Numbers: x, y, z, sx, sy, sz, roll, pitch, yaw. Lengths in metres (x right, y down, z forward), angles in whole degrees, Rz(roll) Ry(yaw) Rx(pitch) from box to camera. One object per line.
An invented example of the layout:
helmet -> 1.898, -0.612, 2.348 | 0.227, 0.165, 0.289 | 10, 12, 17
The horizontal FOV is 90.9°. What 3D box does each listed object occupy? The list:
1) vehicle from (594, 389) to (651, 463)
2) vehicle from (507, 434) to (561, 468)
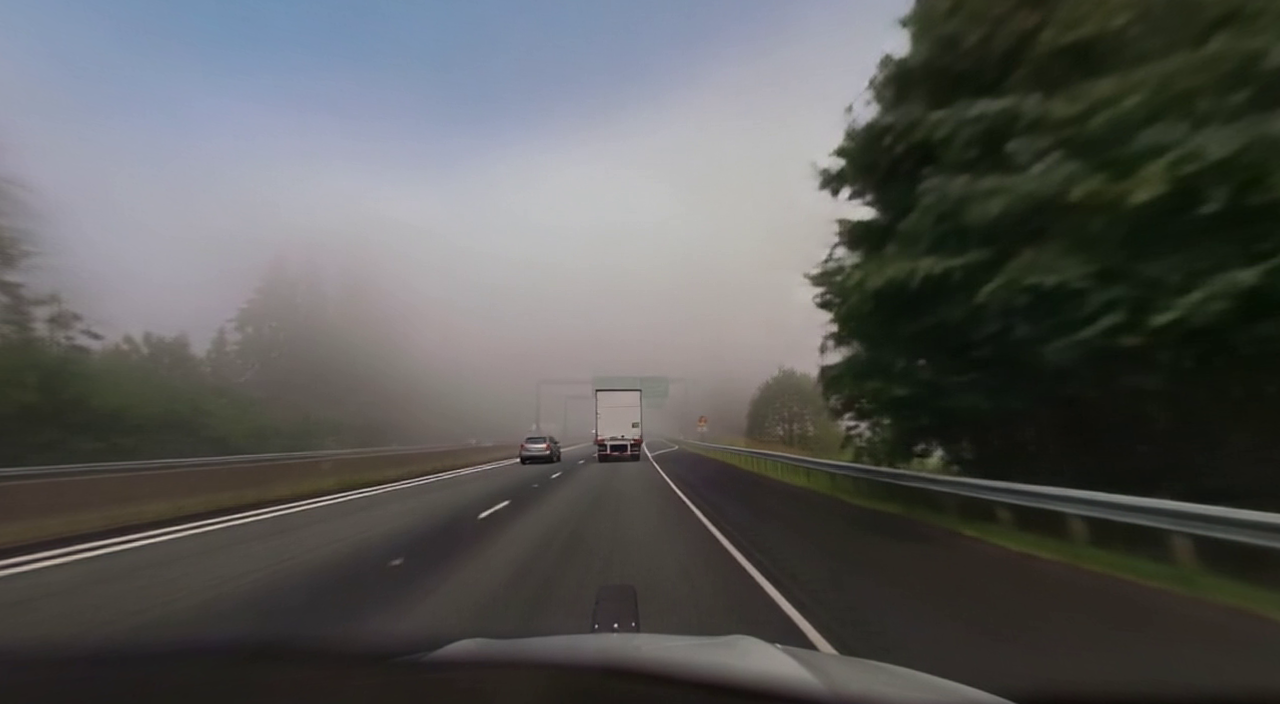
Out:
vehicle -> -0.998, 4.332, 36.209 | 2.855, 3.741, 8.587 | 0, -8, -2
vehicle -> -5.038, 4.725, 30.384 | 1.931, 1.479, 4.083 | 0, -8, -1
